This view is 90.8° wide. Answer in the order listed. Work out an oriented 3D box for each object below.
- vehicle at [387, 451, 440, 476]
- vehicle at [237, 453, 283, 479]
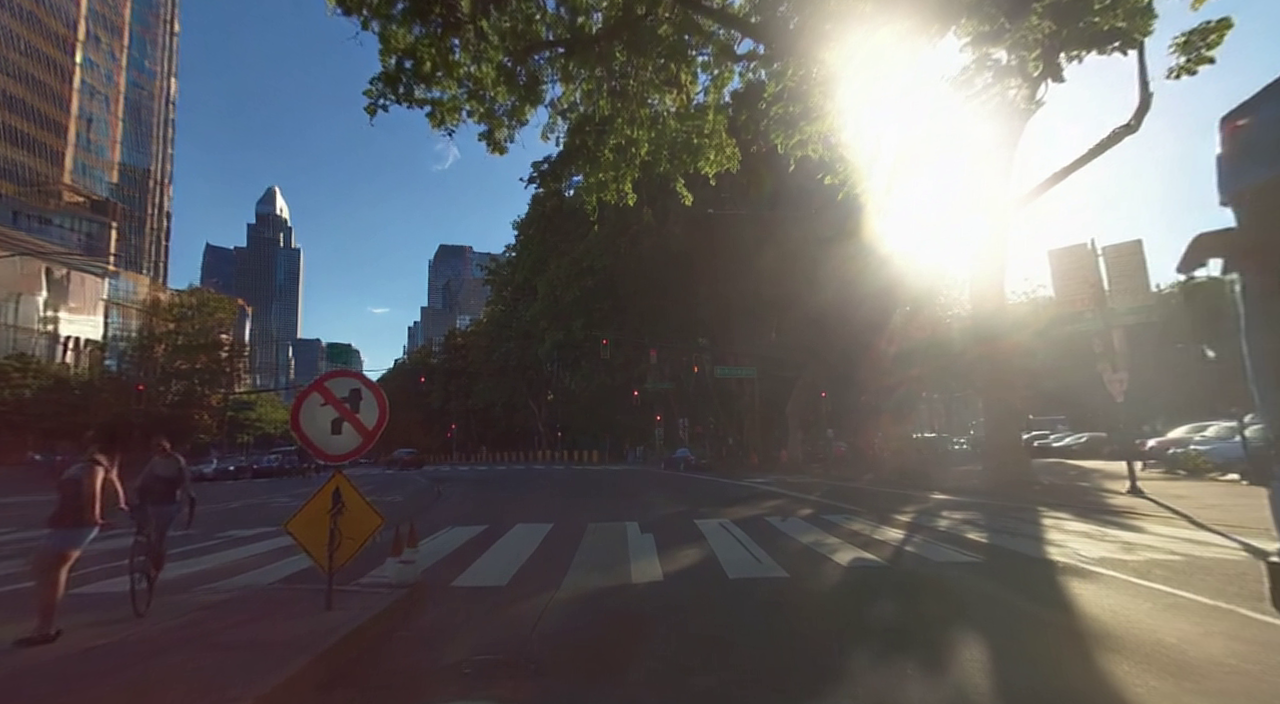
[{"bbox_3d":[-15.446,7.526,42.982,2.123,1.544,4.158,6,-11,-37],"label":"vehicle"},{"bbox_3d":[-28.732,8.566,47.737,2.199,1.838,4.222,7,-11,-40],"label":"vehicle"}]
